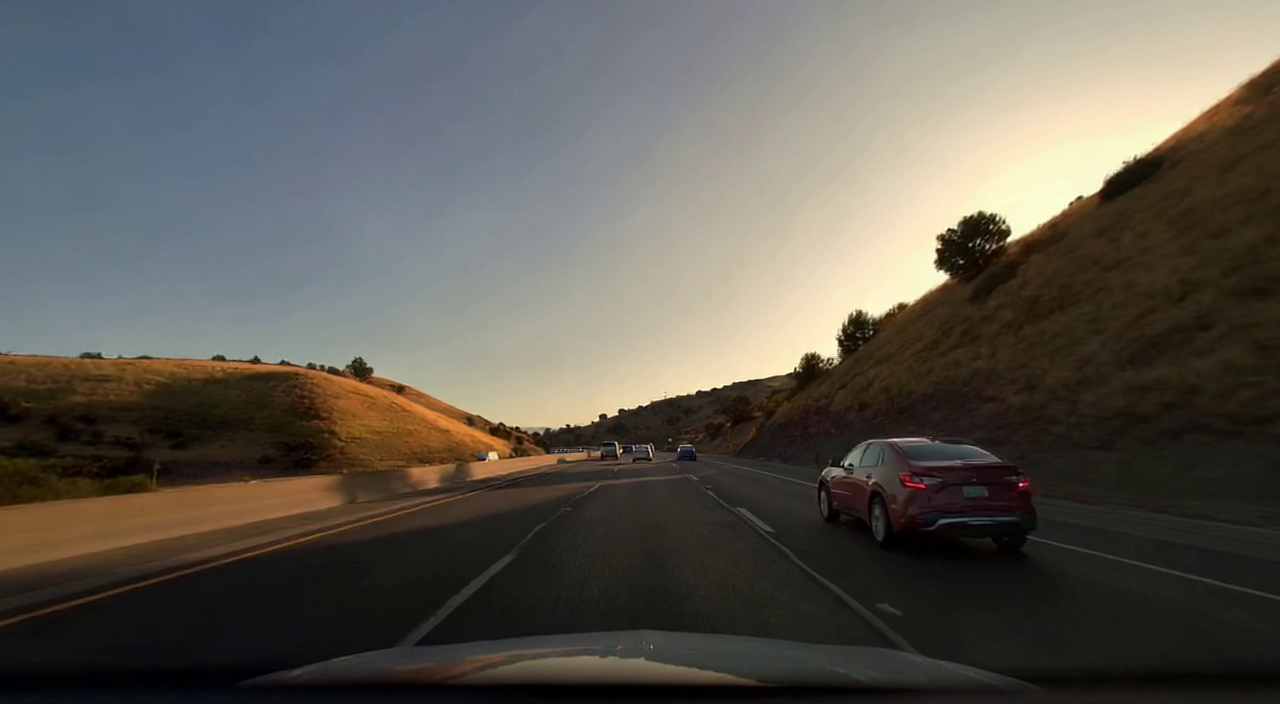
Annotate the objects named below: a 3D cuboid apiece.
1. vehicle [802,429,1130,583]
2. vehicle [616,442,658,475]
[{"bbox_3d":[3.795,1.839,8.479,2.020,1.500,4.416,0,-8,0],"label":"vehicle"},{"bbox_3d":[-0.089,5.396,32.259,1.986,1.576,4.312,0,-8,1],"label":"vehicle"}]
